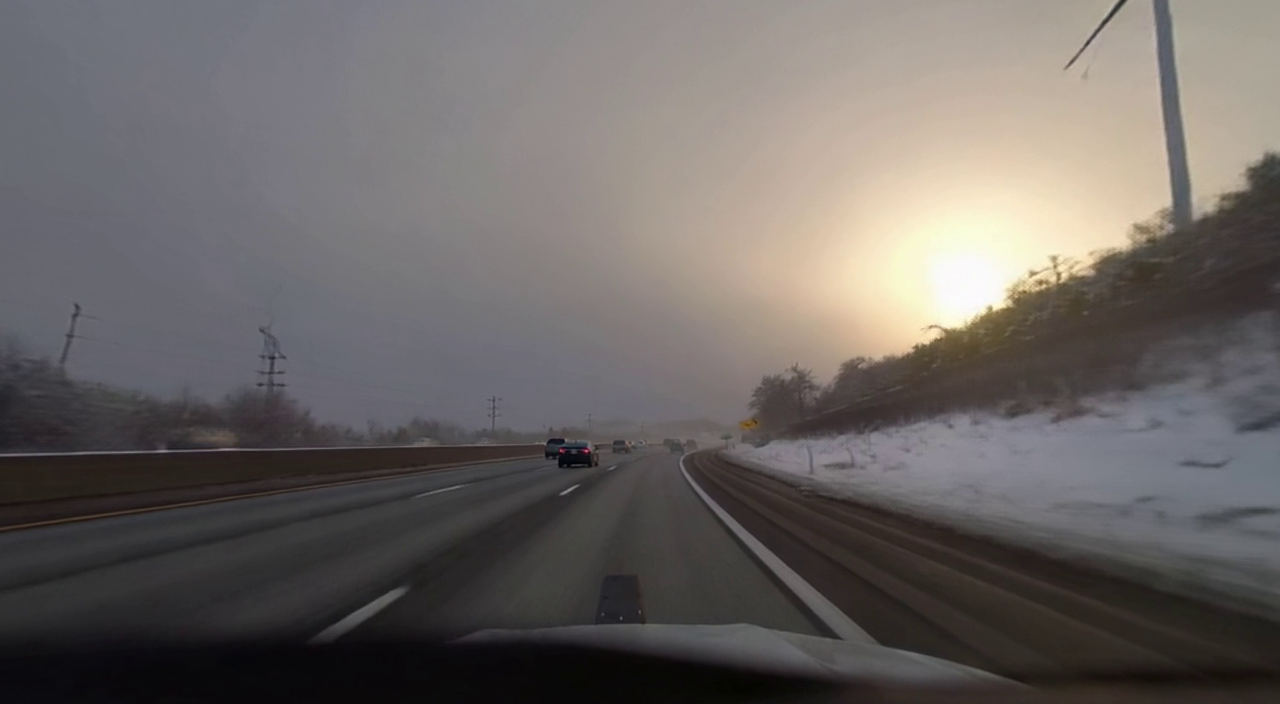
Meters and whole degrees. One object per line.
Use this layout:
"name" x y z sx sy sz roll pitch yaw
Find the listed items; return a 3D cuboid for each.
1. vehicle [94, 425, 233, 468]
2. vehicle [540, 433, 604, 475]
"vehicle" -21.015 4.227 28.154 2.076 1.708 5.159 0 -9 1
"vehicle" -2.877 4.464 27.799 2.118 1.702 4.355 0 -9 3
